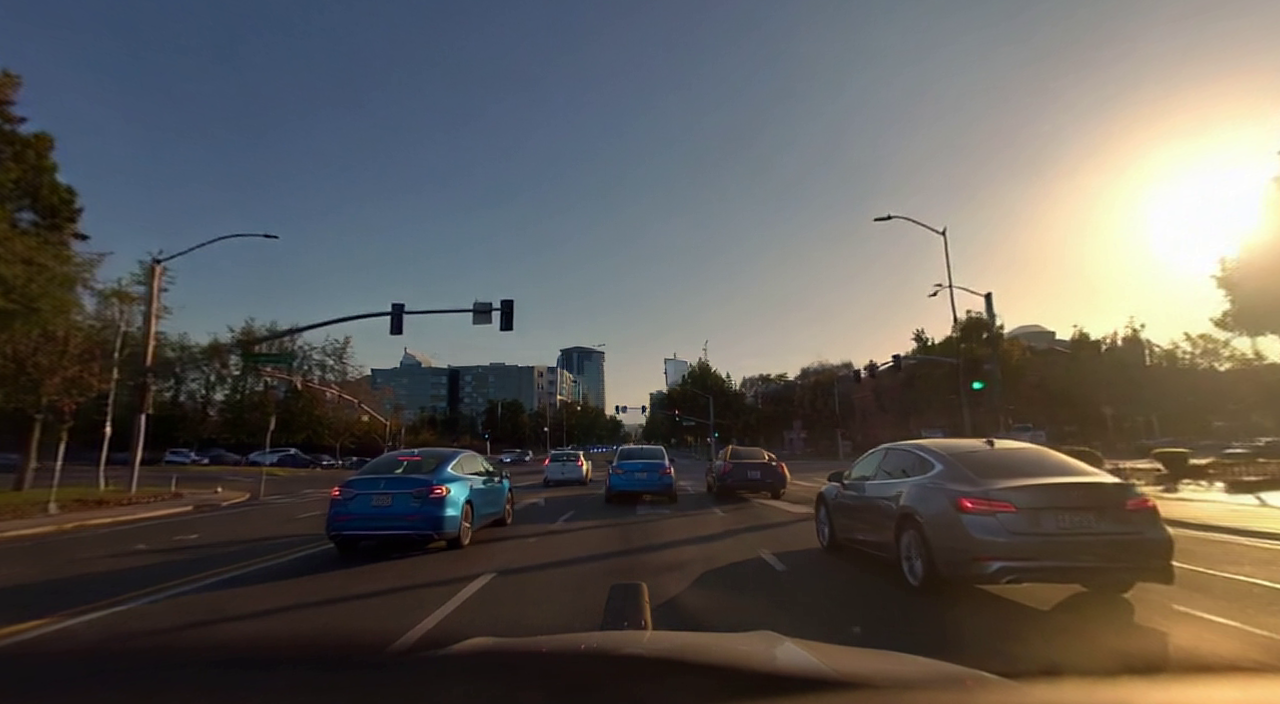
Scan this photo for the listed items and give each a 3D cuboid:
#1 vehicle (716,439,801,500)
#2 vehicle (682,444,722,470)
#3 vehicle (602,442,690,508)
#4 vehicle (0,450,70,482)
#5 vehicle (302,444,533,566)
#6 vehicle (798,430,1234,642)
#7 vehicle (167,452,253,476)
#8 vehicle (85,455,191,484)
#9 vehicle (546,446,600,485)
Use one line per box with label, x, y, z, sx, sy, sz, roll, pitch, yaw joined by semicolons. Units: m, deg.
vehicle;3.654;3.695;20.238;1.938;1.732;4.006;0;-8;0
vehicle;4.051;6.948;42.029;2.138;1.624;4.417;0;-8;-1
vehicle;0.098;3.319;17.496;2.144;1.563;4.218;0;-9;-1
vehicle;-38.012;6.879;37.986;5.268;1.770;2.107;-2;-9;1
vehicle;-3.151;2.238;10.094;2.015;1.478;4.407;-1;-8;1
vehicle;3.342;1.691;6.986;1.951;1.522;4.614;0;-8;0
vehicle;-30.243;7.872;44.415;4.427;1.629;2.213;-1;-8;2
vehicle;-29.689;6.947;37.370;4.551;1.533;2.070;-1;-8;2
vehicle;-2.879;4.939;27.818;2.089;1.537;4.073;0;-8;-2
